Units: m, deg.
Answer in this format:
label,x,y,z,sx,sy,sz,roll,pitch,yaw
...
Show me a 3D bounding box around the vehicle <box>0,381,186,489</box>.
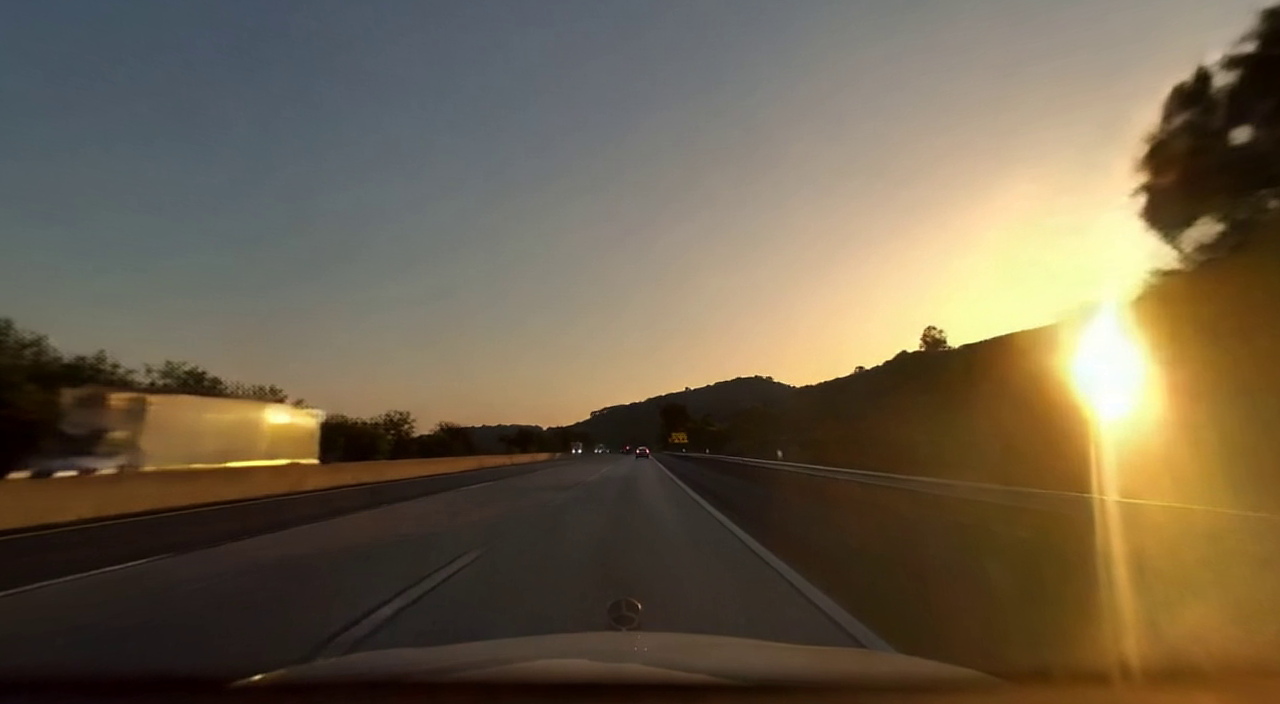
label,x,y,z,sx,sy,sz,roll,pitch,yaw
vehicle,-23.135,3.563,26.636,3.057,4.001,6.024,-1,-9,0
